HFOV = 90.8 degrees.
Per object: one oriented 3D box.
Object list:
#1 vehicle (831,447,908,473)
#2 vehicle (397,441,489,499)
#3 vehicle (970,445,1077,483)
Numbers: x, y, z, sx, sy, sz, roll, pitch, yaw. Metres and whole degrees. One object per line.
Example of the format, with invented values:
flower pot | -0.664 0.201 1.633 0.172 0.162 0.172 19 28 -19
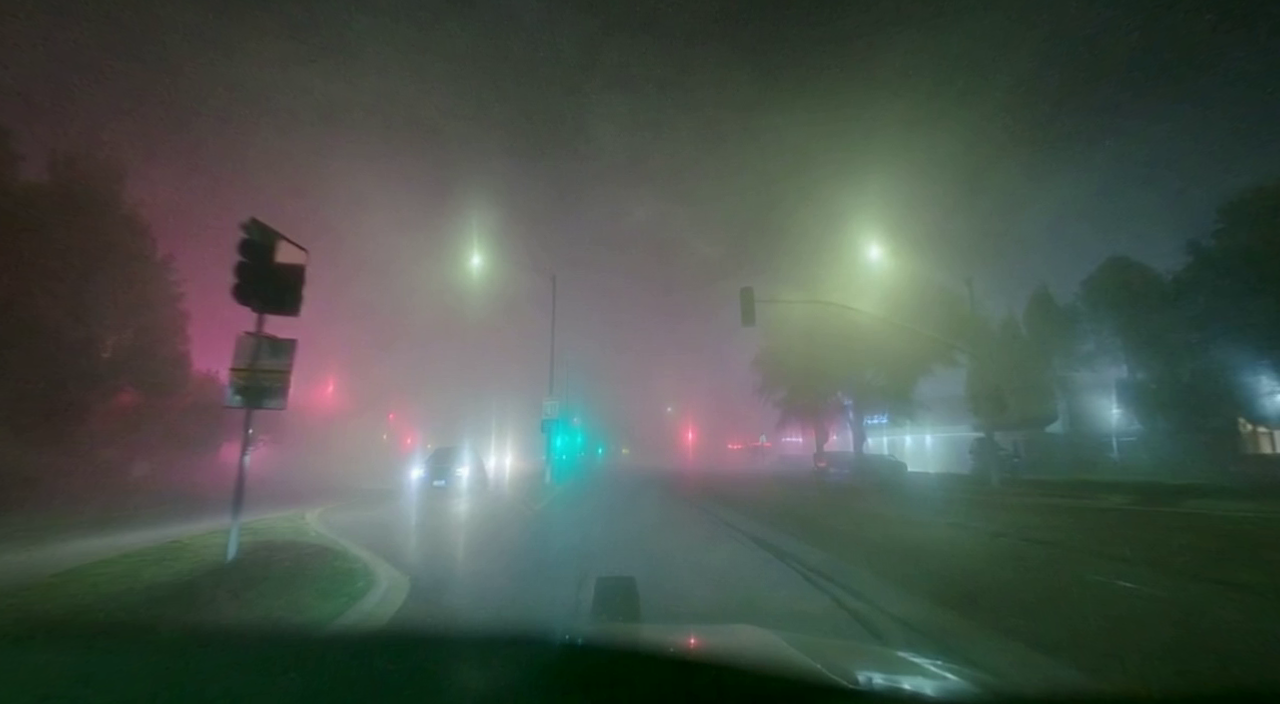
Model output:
vehicle | 16.012 7.553 44.251 4.481 1.685 2.195 2 -10 -6
vehicle | -6.390 3.842 21.068 2.057 1.709 4.590 1 -9 -7
vehicle | 20.077 5.803 33.009 5.672 1.821 2.180 5 -10 -30
